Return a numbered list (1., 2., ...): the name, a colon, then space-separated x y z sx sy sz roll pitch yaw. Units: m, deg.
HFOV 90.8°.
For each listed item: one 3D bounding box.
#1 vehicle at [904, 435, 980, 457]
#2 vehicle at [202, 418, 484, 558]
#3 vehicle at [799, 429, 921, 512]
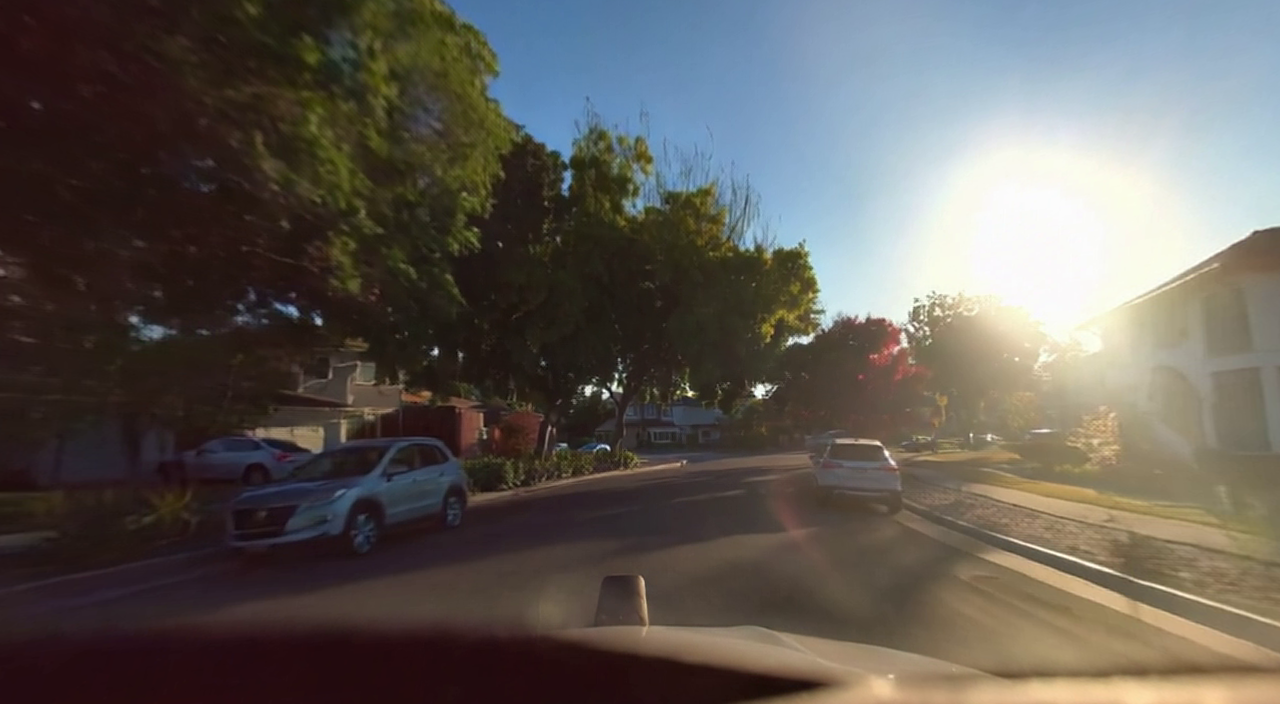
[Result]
1. vehicle: 21.488 6.749 45.173 4.554 1.521 1.937 -2 -9 16
2. vehicle: -4.455 2.072 10.502 2.041 1.762 4.508 -3 -8 8
3. vehicle: 5.034 2.748 15.194 2.075 1.657 4.648 -2 -9 11
